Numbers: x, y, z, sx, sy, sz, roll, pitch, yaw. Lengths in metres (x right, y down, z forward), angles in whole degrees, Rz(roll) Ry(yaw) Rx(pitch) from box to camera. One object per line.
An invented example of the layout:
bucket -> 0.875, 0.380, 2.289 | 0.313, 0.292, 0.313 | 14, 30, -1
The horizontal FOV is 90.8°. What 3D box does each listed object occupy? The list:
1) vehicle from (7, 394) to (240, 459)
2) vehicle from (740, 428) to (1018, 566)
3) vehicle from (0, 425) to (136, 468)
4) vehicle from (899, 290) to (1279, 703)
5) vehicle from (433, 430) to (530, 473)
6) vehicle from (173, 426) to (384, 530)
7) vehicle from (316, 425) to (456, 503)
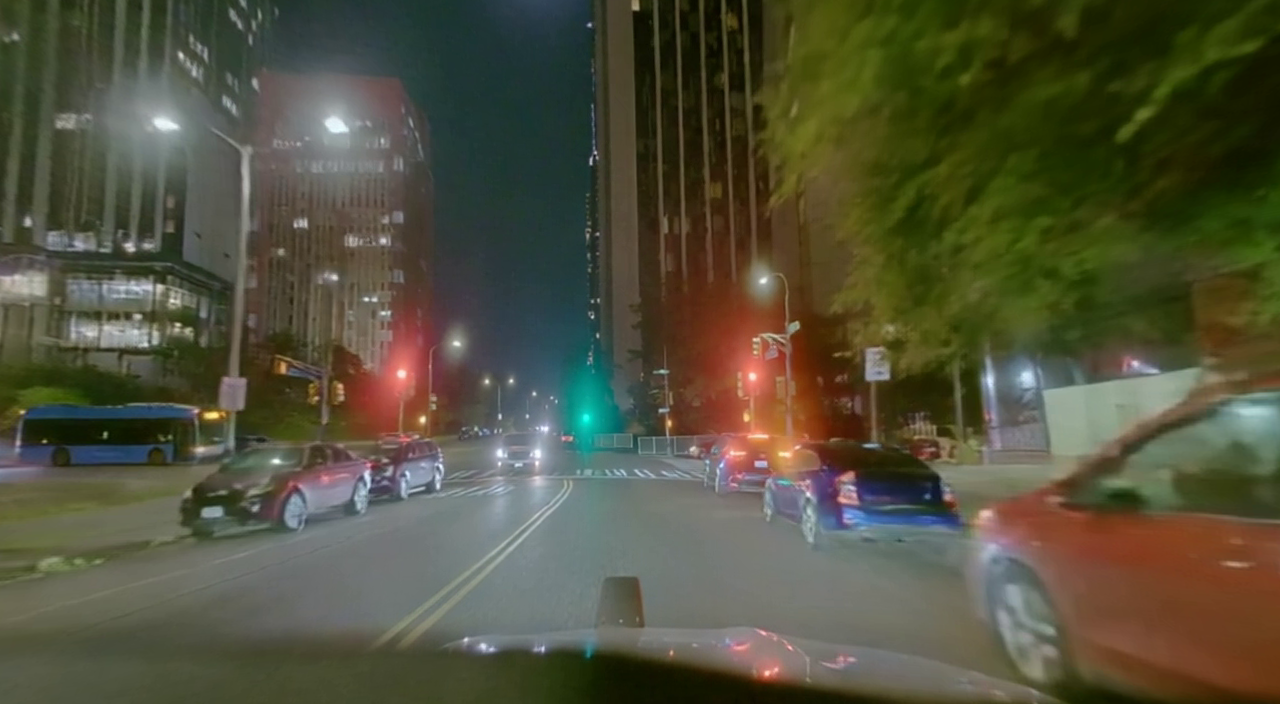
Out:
vehicle -> -29.563, 4.372, 36.517 | 10.621, 3.479, 3.025 | 0, -10, 1
vehicle -> 2.980, 1.938, 9.290 | 2.032, 1.474, 4.795 | 0, -9, -2
vehicle -> -28.801, 4.741, 31.814 | 4.704, 2.065, 2.328 | 0, -9, -2
vehicle -> 3.118, 0.691, 1.776 | 2.222, 1.812, 5.688 | 0, -9, -2
vehicle -> -7.483, 4.631, 29.529 | 4.791, 1.818, 2.148 | -8, -12, 44
vehicle -> -7.021, 2.476, 12.891 | 1.893, 1.758, 4.019 | 0, -9, 0
vehicle -> -7.000, 3.156, 18.109 | 2.132, 1.801, 4.885 | -2, -9, -1
